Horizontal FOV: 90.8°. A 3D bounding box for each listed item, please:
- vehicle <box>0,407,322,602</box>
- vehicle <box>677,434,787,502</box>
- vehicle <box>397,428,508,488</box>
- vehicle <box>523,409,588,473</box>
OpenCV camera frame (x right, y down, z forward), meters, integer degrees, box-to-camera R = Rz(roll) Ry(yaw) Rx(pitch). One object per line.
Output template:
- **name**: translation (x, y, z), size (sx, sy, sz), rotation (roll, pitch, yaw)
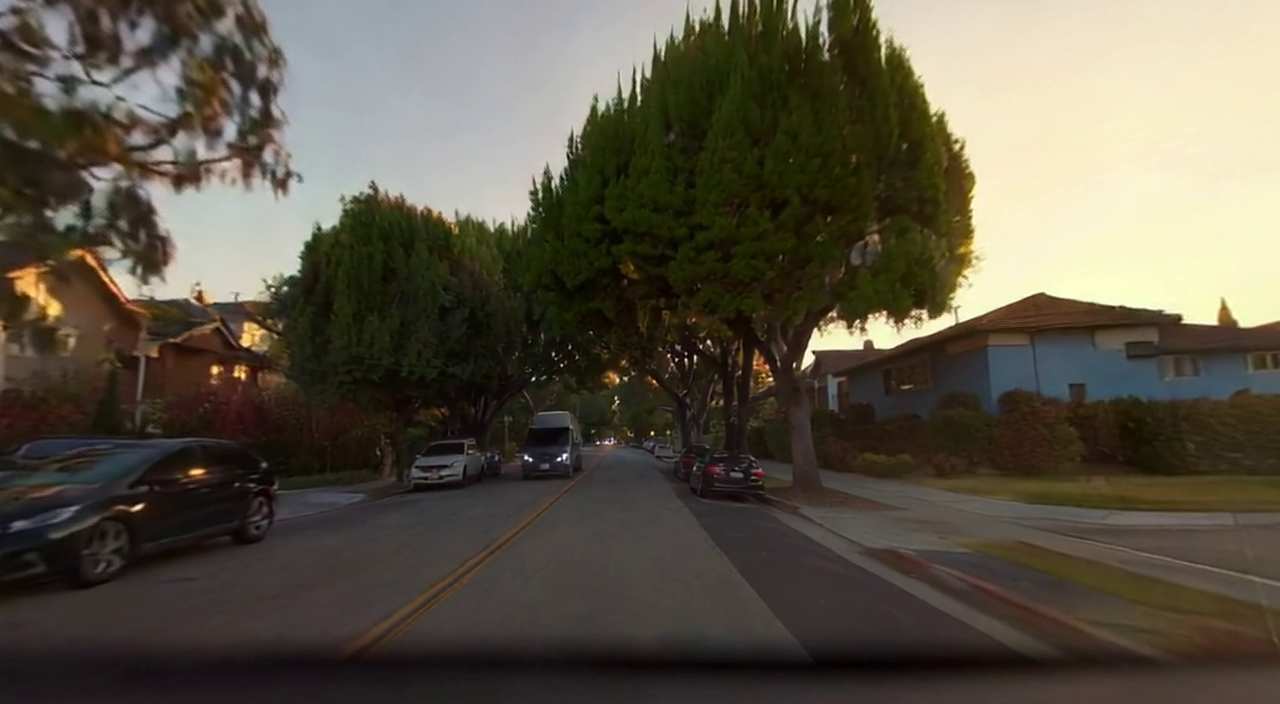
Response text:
- **vehicle**: translation (-6.103, 1.678, 7.867), size (2.033, 1.721, 4.328), rotation (0, -8, 0)
- **vehicle**: translation (2.225, 2.943, 16.482), size (1.996, 1.516, 4.122), rotation (0, -8, -4)
- **vehicle**: translation (-6.453, 3.722, 22.563), size (2.265, 1.876, 5.371), rotation (0, -8, 1)
- **vehicle**: translation (-3.997, 4.399, 31.212), size (2.469, 2.819, 6.393), rotation (0, -8, -2)
